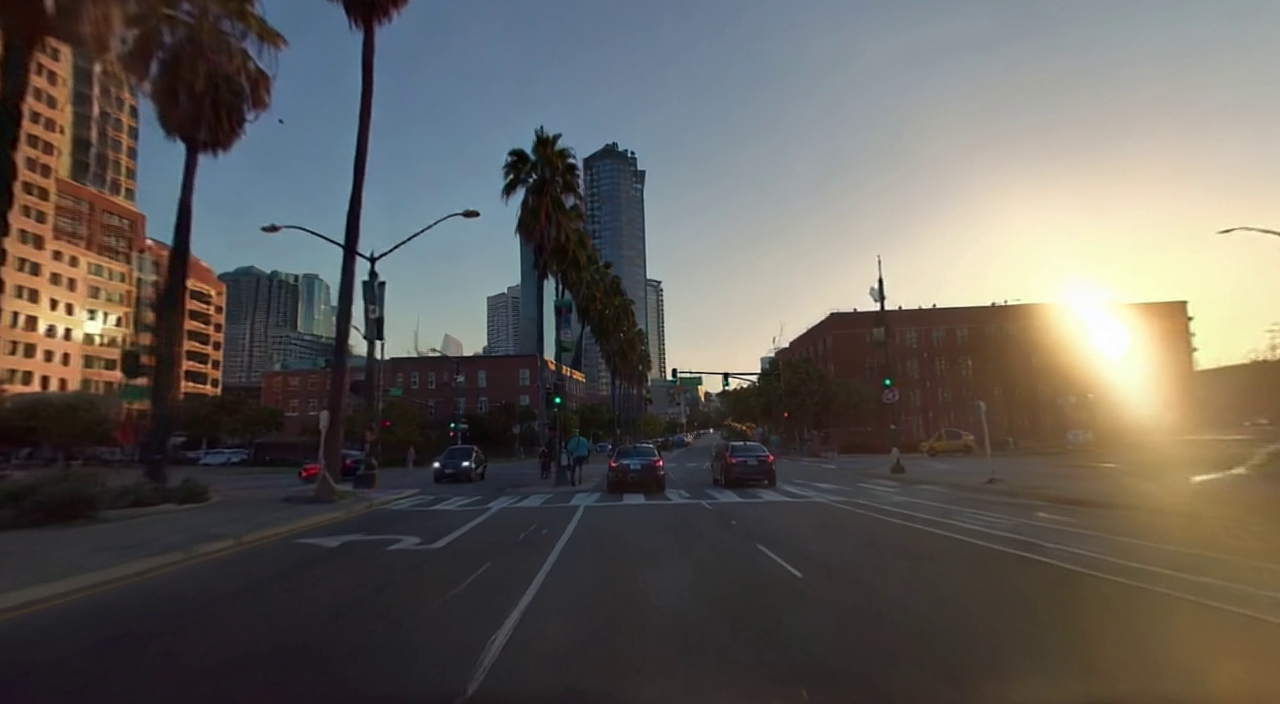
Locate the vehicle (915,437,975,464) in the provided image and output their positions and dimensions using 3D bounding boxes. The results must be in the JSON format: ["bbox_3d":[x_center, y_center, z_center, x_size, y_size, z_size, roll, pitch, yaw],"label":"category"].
[{"bbox_3d":[19.894,6.481,41.478,1.959,1.674,4.706,-1,-9,5],"label":"vehicle"}]

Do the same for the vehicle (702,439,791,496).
[{"bbox_3d":[3.040,3.369,18.731,1.909,1.500,3.524,0,-9,-2],"label":"vehicle"}]

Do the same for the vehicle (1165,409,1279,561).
[{"bbox_3d":[8.180,1.362,6.265,2.000,1.685,4.487,0,-9,-1],"label":"vehicle"}]

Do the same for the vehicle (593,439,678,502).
[{"bbox_3d":[-0.147,3.134,17.086,2.048,1.503,3.681,0,-9,-1],"label":"vehicle"}]

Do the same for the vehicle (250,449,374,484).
[{"bbox_3d":[-14.648,5.113,28.367,4.641,1.502,1.882,-2,-9,9],"label":"vehicle"}]

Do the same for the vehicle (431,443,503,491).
[{"bbox_3d":[-6.272,4.028,22.553,1.977,1.501,4.435,3,-9,-21],"label":"vehicle"}]
